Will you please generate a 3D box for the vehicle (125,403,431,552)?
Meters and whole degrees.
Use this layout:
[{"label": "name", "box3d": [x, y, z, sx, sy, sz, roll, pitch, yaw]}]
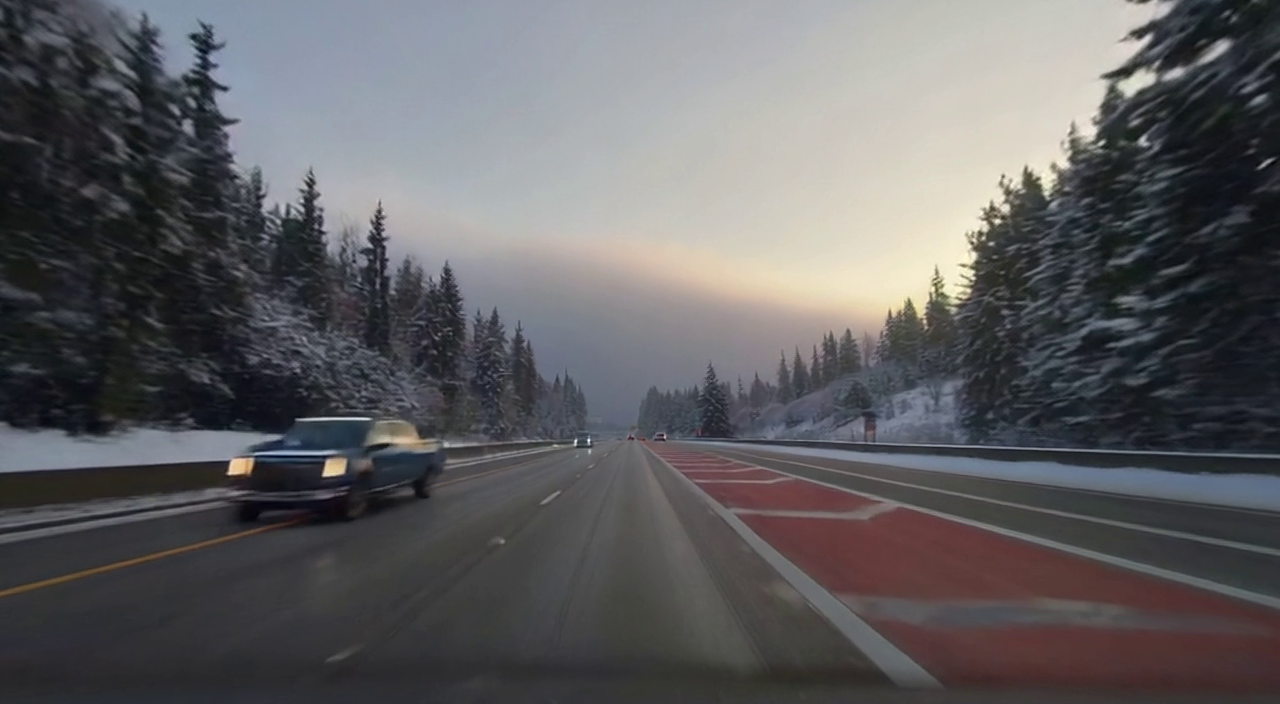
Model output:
[{"label": "vehicle", "box3d": [-5.010, 1.784, 9.710, 2.067, 1.721, 4.529, 0, -8, -1]}]
